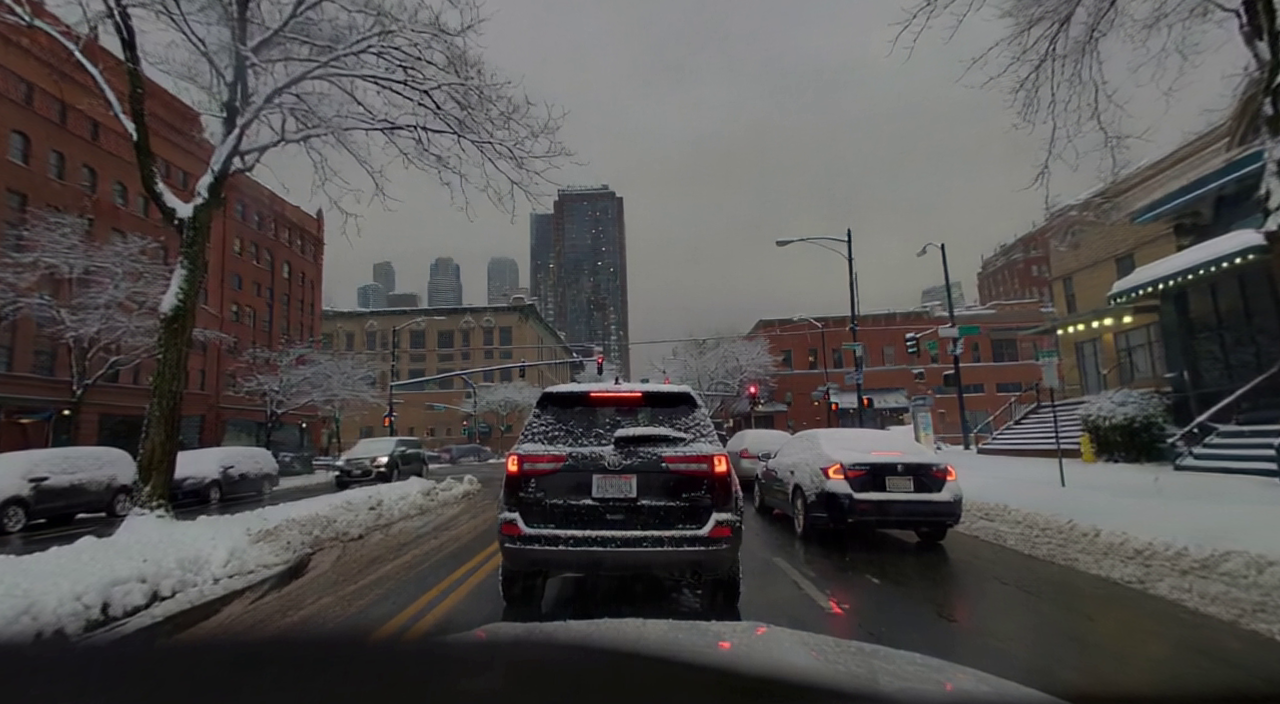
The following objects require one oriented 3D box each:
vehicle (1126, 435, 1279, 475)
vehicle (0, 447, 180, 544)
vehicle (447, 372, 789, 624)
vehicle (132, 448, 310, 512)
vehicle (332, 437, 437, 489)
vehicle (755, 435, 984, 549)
[{"bbox_3d":[22.169,4.048,24.965,4.055,1.469,1.848,-4,-9,25],"label":"vehicle"},{"bbox_3d":[-12.534,2.913,13.464,1.891,1.723,4.360,0,-8,1],"label":"vehicle"},{"bbox_3d":[-0.153,1.362,6.760,2.453,1.816,4.300,0,-8,0],"label":"vehicle"},{"bbox_3d":[-12.453,3.787,19.170,2.207,1.648,4.675,0,-8,-1],"label":"vehicle"},{"bbox_3d":[-9.174,4.006,23.008,2.054,1.722,4.292,0,-8,-1],"label":"vehicle"},{"bbox_3d":[3.298,2.082,10.079,2.056,1.422,4.130,0,-8,-1],"label":"vehicle"}]
